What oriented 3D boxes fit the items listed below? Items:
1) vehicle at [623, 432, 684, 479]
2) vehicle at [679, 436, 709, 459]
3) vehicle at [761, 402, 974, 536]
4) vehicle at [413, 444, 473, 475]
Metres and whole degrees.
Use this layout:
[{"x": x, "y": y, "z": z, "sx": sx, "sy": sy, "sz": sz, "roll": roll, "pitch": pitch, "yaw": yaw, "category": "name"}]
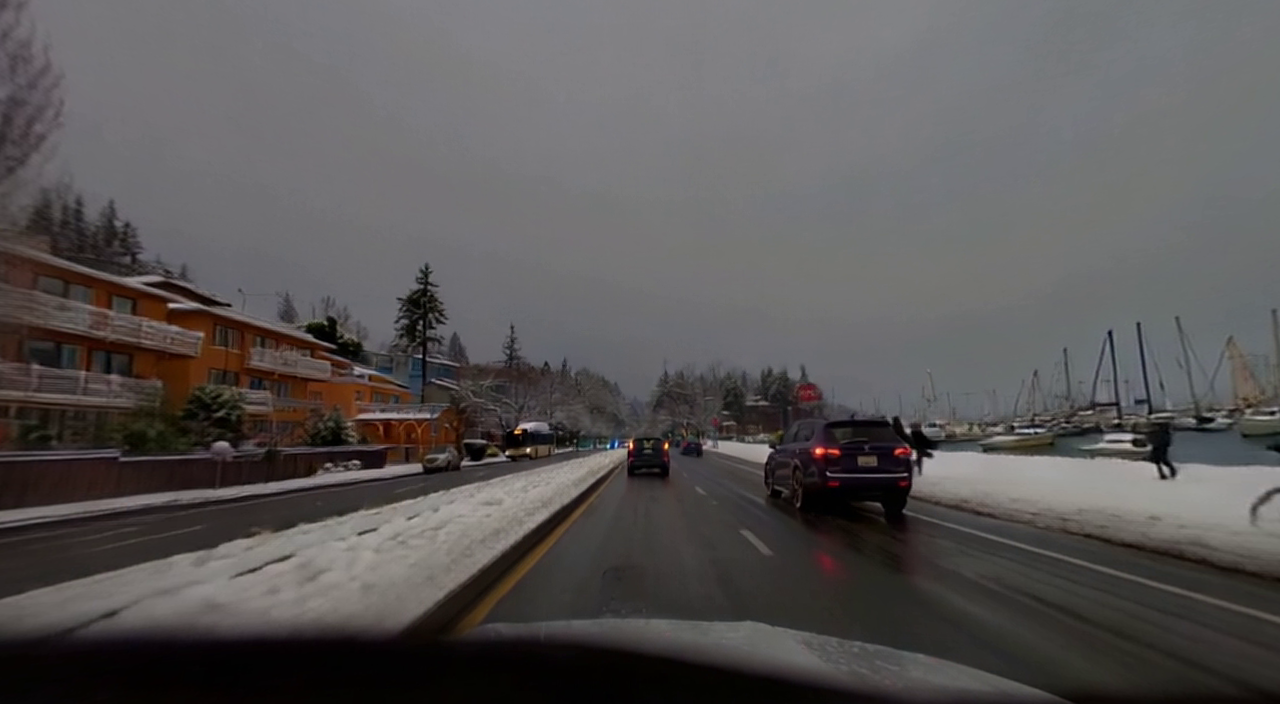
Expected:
[{"x": 0.468, "y": 3.948, "z": 24.155, "sx": 2.132, "sy": 1.632, "sz": 3.838, "roll": 0, "pitch": -8, "yaw": 0, "category": "vehicle"}, {"x": 4.092, "y": 7.309, "z": 48.300, "sx": 1.876, "sy": 1.626, "sz": 3.851, "roll": 0, "pitch": -8, "yaw": -1, "category": "vehicle"}, {"x": 3.536, "y": 1.925, "z": 10.870, "sx": 2.000, "sy": 1.809, "sz": 4.405, "roll": 0, "pitch": -8, "yaw": 0, "category": "vehicle"}, {"x": -10.211, "y": 5.585, "z": 32.906, "sx": 1.731, "sy": 1.489, "sz": 3.841, "roll": -1, "pitch": -8, "yaw": 3, "category": "vehicle"}]
